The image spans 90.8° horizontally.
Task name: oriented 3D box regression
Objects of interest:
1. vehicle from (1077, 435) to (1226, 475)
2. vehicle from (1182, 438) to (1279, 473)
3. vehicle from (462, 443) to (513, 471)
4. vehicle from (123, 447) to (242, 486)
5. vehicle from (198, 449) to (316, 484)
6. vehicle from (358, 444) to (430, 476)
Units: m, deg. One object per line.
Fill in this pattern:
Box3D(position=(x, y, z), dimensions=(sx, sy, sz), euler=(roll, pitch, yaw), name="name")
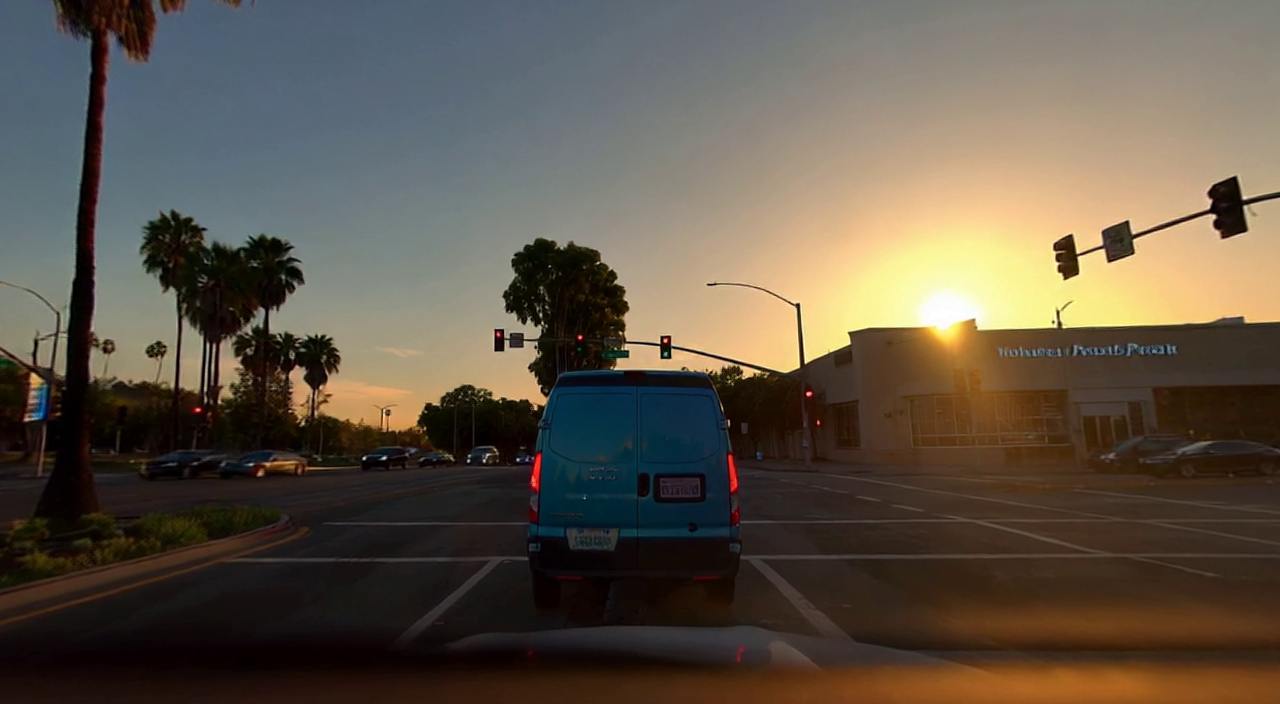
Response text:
Box3D(position=(22.234, 4.488, 27.623), dimensions=(4.533, 1.676, 2.236), euler=(0, -9, -1), name="vehicle")
Box3D(position=(27.392, 4.642, 28.465), dimensions=(4.625, 1.451, 1.801), euler=(1, -9, -9), name="vehicle")
Box3D(position=(-9.709, 6.710, 40.632), dimensions=(2.074, 1.681, 4.417), euler=(0, -9, 1), name="vehicle")
Box3D(position=(-21.253, 5.296, 29.645), dimensions=(2.107, 1.642, 4.561), euler=(0, -9, 1), name="vehicle")
Box3D(position=(-17.547, 5.268, 29.343), dimensions=(2.221, 1.449, 5.092), euler=(0, -9, 1), name="vehicle")
Box3D(position=(-13.868, 6.114, 35.918), dimensions=(2.074, 1.671, 4.755), euler=(0, -9, 2), name="vehicle")
